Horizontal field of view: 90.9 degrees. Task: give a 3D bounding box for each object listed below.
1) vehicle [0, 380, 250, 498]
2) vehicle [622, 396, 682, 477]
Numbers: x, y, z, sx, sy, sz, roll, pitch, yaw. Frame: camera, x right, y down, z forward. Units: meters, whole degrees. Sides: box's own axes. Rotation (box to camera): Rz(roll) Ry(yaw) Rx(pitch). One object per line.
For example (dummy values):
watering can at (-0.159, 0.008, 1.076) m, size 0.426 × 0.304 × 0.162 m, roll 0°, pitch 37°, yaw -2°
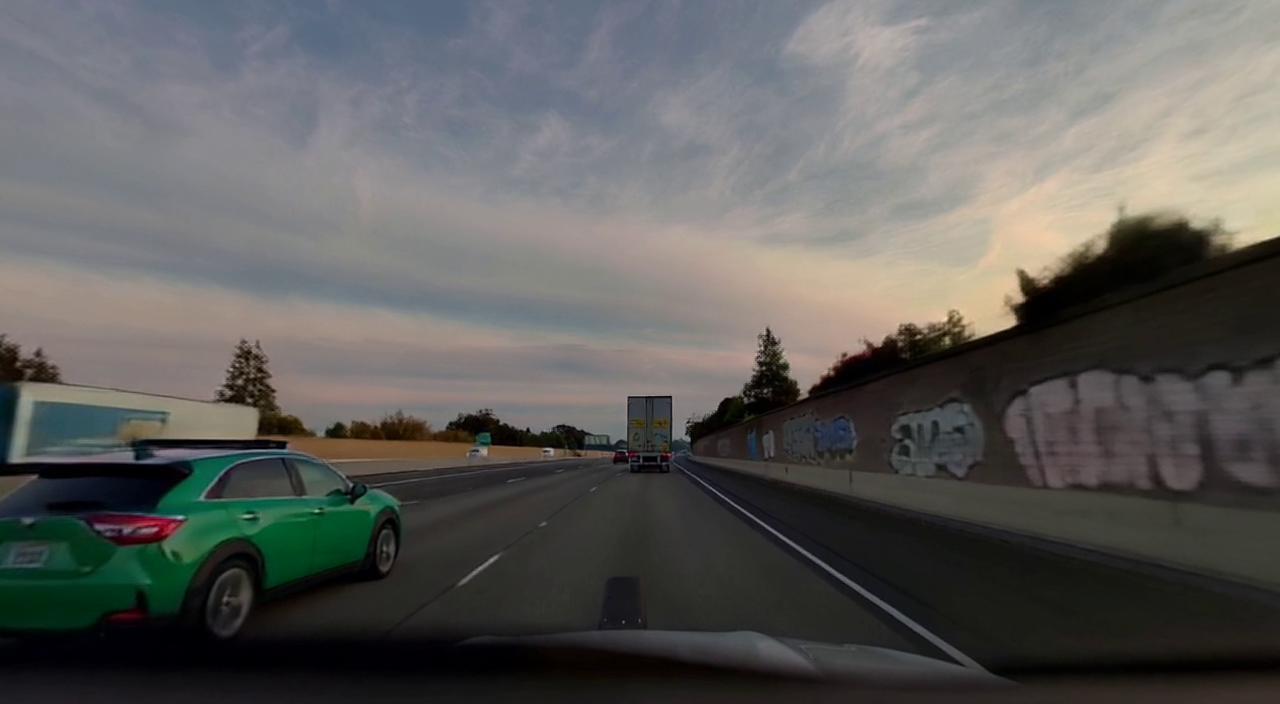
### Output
vehicle at (-24.057, 3.949, 27.865) m, size 2.997 × 4.110 × 16.358 m, roll 0°, pitch -9°, yaw 1°
vehicle at (0.612, 5.118, 37.295) m, size 2.997 × 4.069 × 10.871 m, roll 0°, pitch -9°, yaw 0°
